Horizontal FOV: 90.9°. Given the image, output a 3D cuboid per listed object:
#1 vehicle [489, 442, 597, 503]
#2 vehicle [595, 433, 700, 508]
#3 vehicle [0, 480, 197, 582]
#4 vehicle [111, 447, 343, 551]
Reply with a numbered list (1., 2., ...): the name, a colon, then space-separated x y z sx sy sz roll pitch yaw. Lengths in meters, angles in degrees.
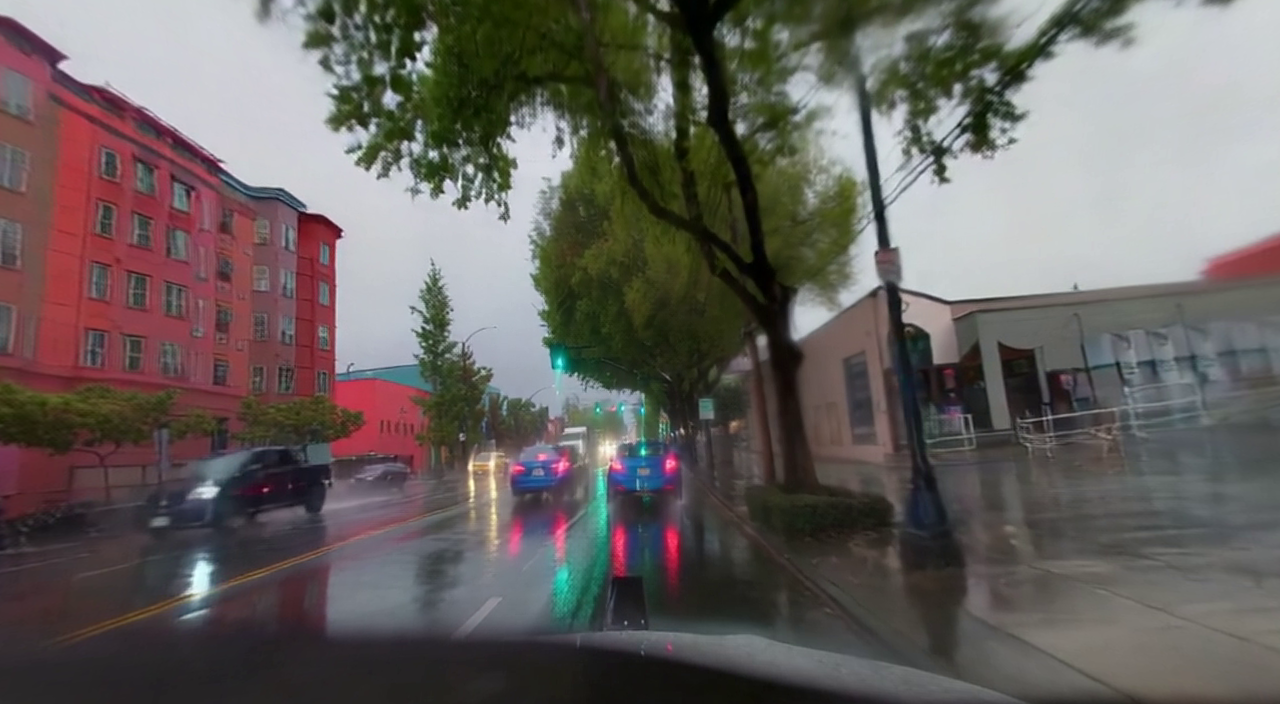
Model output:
1. vehicle: -2.467 3.210 17.366 2.099 1.424 4.843 0 -8 1
2. vehicle: 0.163 2.649 14.546 2.094 1.478 3.922 0 -8 0
3. vehicle: -11.748 3.532 13.064 1.861 1.476 4.479 0 -9 0
4. vehicle: -8.438 2.969 13.525 1.931 1.803 4.420 0 -8 1
